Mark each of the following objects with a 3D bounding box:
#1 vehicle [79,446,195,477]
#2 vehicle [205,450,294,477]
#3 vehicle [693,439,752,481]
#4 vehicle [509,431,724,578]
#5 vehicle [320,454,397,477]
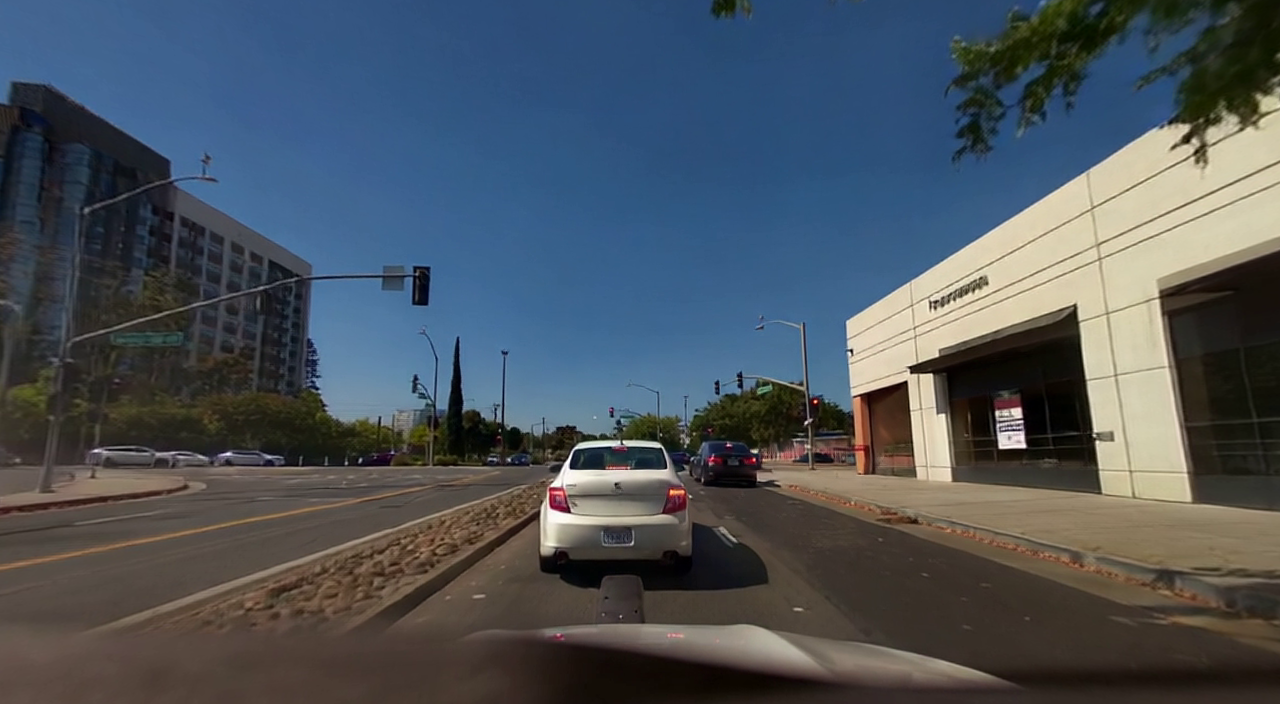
[{"bbox_3d":[-29.822,6.487,37.601,4.877,1.754,1.978,2,-9,-11],"label":"vehicle"},{"bbox_3d":[-25.996,7.403,42.225,4.575,1.718,2.008,2,-9,-12],"label":"vehicle"},{"bbox_3d":[3.864,5.162,30.493,2.092,1.851,4.913,0,-9,-1],"label":"vehicle"},{"bbox_3d":[-0.227,1.872,8.603,2.173,1.479,4.264,0,-9,0],"label":"vehicle"},{"bbox_3d":[-19.385,7.827,43.753,4.548,1.449,1.802,2,-9,-13],"label":"vehicle"}]
